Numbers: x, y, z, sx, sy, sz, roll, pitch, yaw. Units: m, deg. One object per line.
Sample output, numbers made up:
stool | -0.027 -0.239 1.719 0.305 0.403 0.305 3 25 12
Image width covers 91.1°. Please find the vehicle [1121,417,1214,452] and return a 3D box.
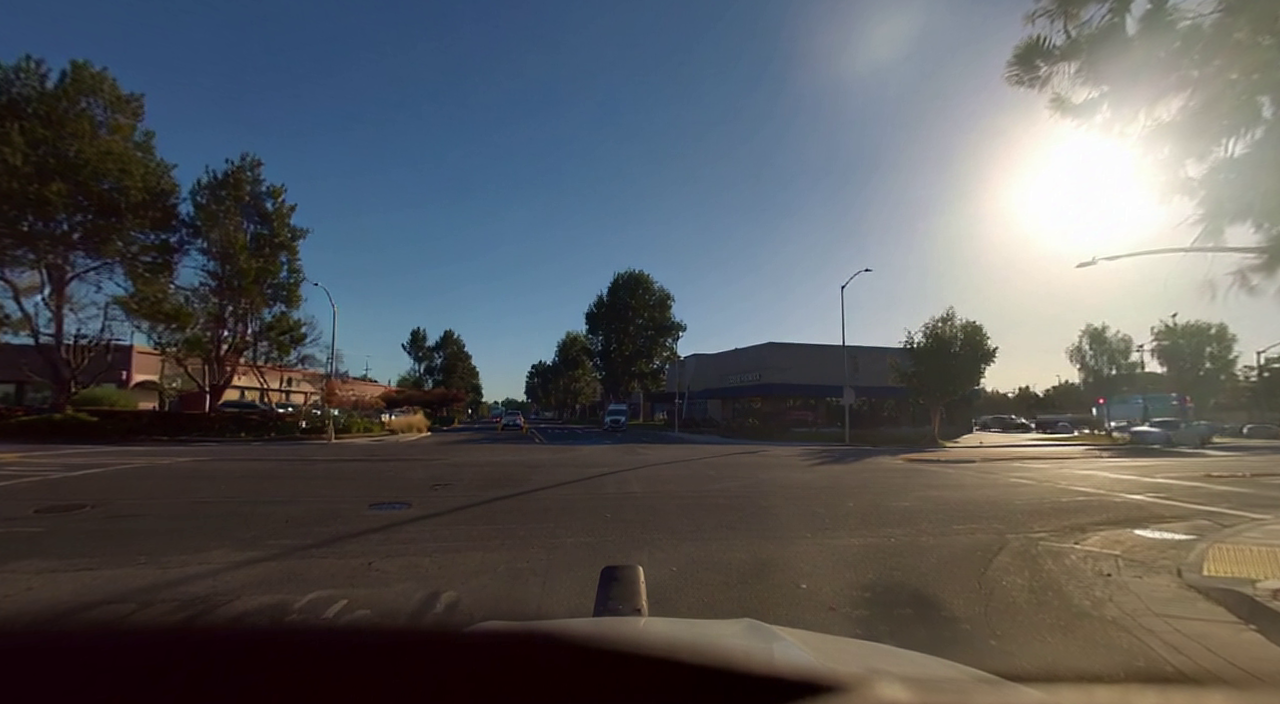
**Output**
vehicle | 30.113 4.733 35.827 5.333 1.837 2.124 5 -10 -29

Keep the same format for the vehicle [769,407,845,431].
vehicle | 11.462 4.628 43.126 4.674 1.483 1.745 2 -9 -12
